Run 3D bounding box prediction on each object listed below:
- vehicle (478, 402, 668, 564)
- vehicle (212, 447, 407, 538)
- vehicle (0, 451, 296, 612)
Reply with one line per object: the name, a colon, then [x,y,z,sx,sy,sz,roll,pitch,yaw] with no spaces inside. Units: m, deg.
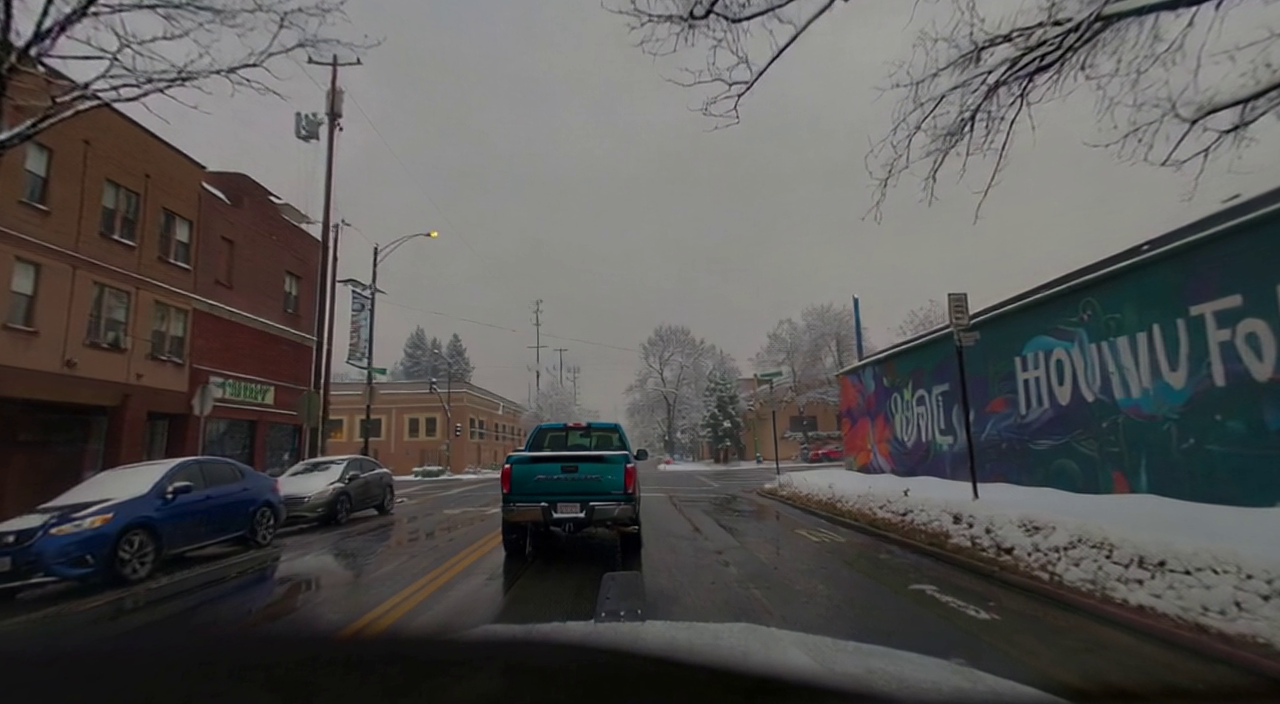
vehicle: [-0.768,1.881,9.791,2.215,1.882,4.611,0,-8,0]
vehicle: [-7.406,3.124,14.922,1.884,1.730,5.076,0,-8,0]
vehicle: [-7.174,2.335,9.251,1.882,1.686,4.489,0,-8,-2]
